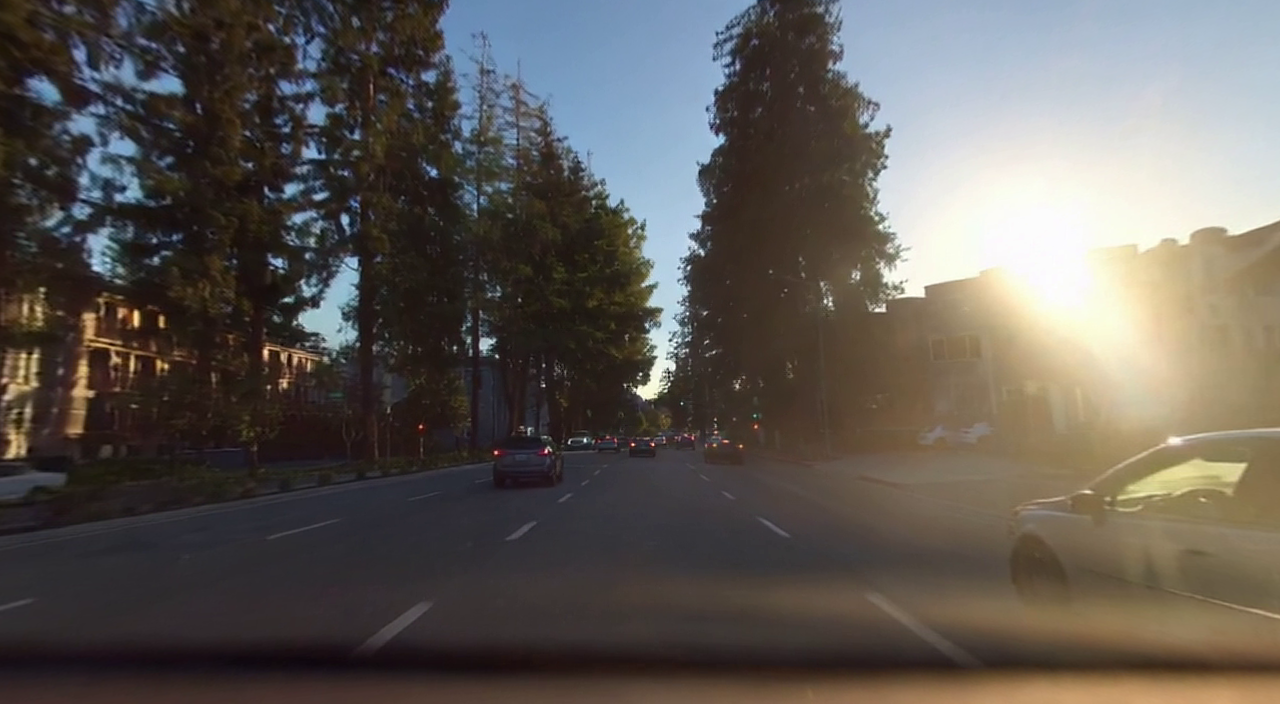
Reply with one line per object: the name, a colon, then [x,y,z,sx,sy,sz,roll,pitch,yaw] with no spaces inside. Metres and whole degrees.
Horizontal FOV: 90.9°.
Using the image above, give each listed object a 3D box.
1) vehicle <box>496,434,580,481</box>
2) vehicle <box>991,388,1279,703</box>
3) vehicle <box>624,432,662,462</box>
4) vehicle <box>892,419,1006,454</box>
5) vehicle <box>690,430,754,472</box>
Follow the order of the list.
vehicle: [-3.506,3.734,22.553,2.049,1.485,4.656,0,-8,2]
vehicle: [3.734,0.890,2.503,2.128,1.502,4.572,0,-9,1]
vehicle: [0.181,5.623,37.218,2.110,1.662,4.262,0,-8,0]
vehicle: [15.748,4.323,32.285,4.701,1.721,2.103,0,-9,1]
vehicle: [3.457,4.288,27.493,2.137,1.646,4.488,0,-8,-1]
